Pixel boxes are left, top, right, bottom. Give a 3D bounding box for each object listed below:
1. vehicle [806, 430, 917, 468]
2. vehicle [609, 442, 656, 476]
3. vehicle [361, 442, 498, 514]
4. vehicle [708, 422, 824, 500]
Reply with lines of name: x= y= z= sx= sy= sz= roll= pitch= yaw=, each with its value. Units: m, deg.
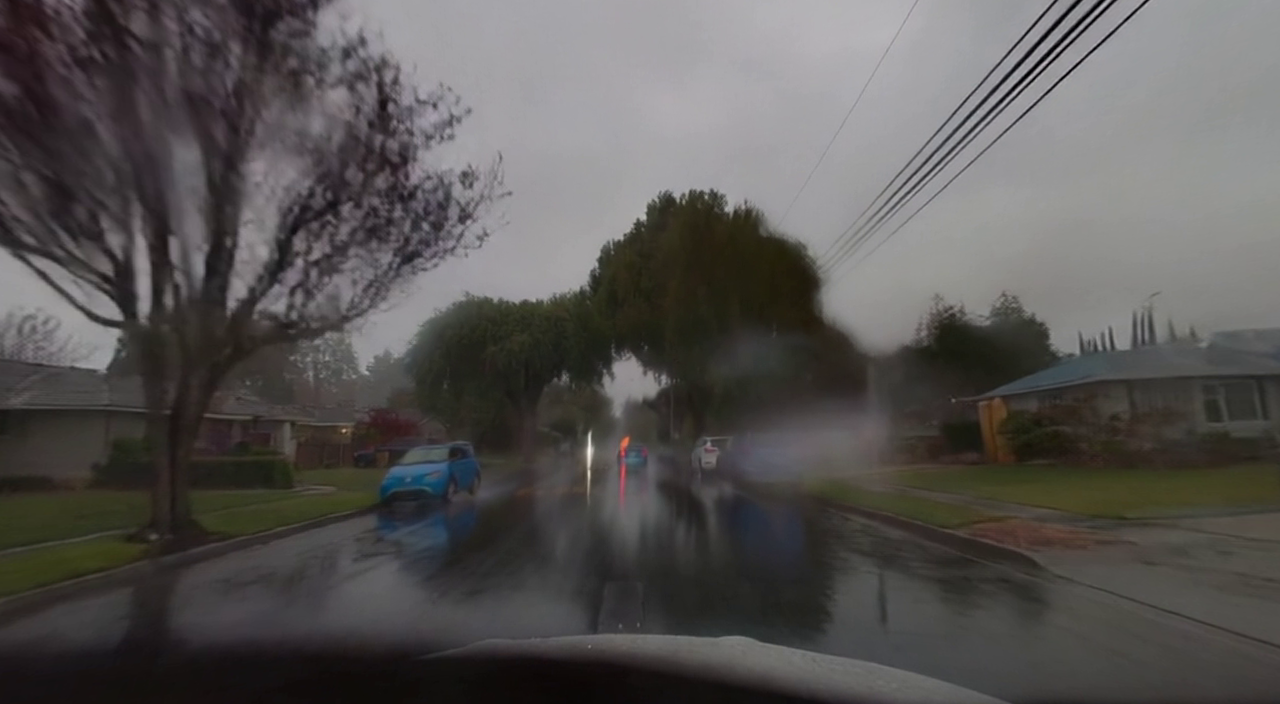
vehicle: x=10.935 y=4.809 z=31.433 sx=4.730 sy=1.504 sz=1.894 roll=-4 pitch=-8 yaw=0
vehicle: x=-0.361 y=4.831 z=28.815 sx=2.000 sy=1.449 sz=4.006 roll=0 pitch=-8 yaw=-1
vehicle: x=-5.385 y=3.226 z=16.825 sx=1.984 sy=1.498 sz=4.508 roll=-3 pitch=-8 yaw=2
vehicle: x=3.481 y=3.134 z=18.606 sx=2.221 sy=1.960 sz=4.927 roll=0 pitch=-8 yaw=-2
